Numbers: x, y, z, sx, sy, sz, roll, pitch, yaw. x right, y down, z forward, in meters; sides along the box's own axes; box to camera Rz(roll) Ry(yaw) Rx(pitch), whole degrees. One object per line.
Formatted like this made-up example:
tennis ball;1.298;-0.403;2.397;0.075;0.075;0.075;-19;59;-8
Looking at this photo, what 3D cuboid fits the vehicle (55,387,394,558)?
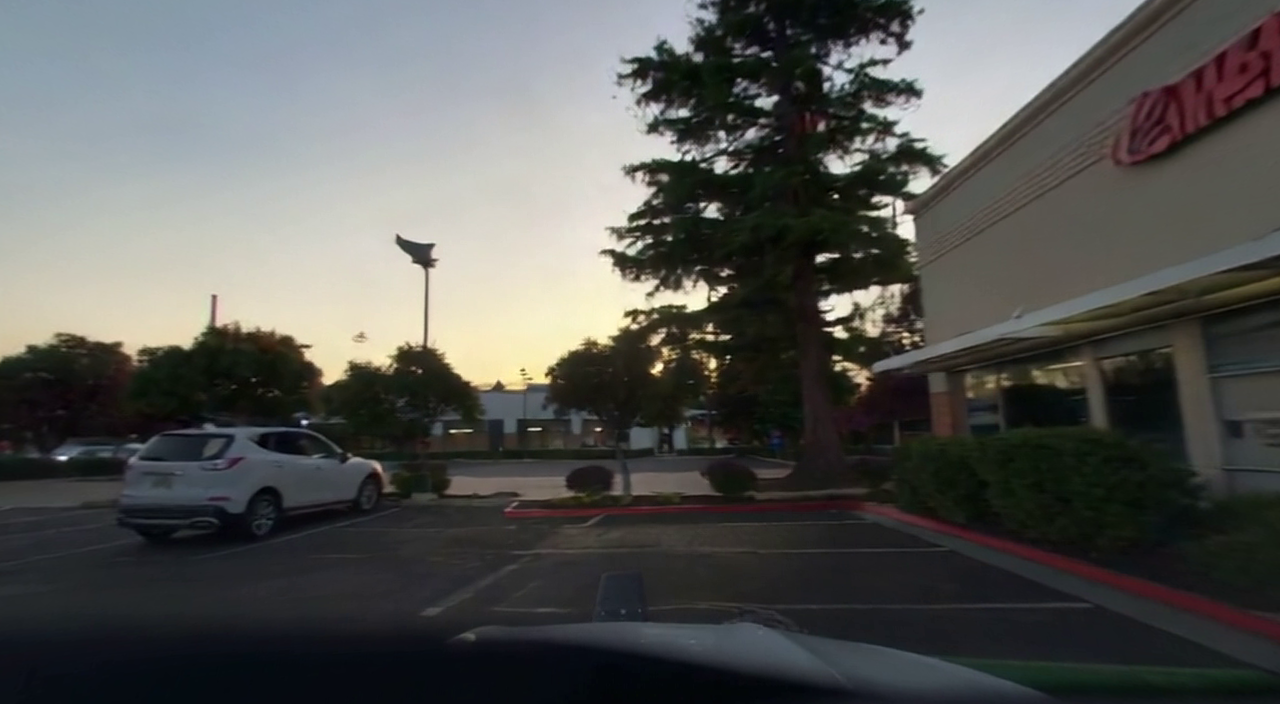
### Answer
vehicle;-6.644;1.997;11.189;2.200;2.257;5.237;-2;-8;3
